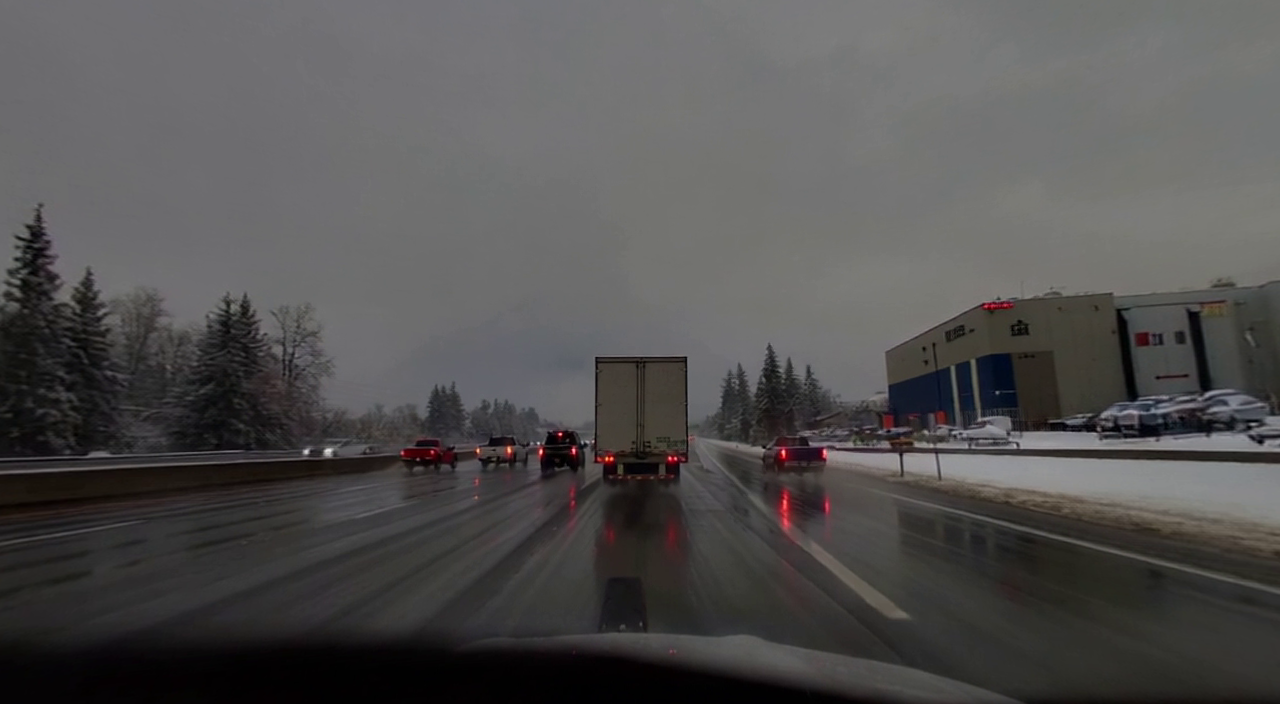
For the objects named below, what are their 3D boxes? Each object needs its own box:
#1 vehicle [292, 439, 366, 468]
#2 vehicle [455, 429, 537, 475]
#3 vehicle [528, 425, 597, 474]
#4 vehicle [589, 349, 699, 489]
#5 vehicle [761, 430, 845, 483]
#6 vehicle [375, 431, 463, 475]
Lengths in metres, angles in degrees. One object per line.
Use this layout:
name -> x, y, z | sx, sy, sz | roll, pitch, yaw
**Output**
vehicle -> -17.498, 5.731, 35.689 | 1.944, 1.488, 4.297 | 0, -9, 0
vehicle -> -6.824, 4.832, 30.653 | 2.479, 1.978, 5.952 | 0, -9, 1
vehicle -> -3.470, 4.579, 29.665 | 2.379, 2.075, 6.169 | 0, -9, 1
vehicle -> 0.024, 2.552, 22.107 | 2.941, 3.794, 9.851 | 0, -9, -1
vehicle -> 6.140, 4.008, 24.403 | 2.137, 1.796, 4.817 | 0, -9, 3
vehicle -> -10.500, 4.870, 30.587 | 2.089, 1.885, 5.888 | 0, -9, 0
